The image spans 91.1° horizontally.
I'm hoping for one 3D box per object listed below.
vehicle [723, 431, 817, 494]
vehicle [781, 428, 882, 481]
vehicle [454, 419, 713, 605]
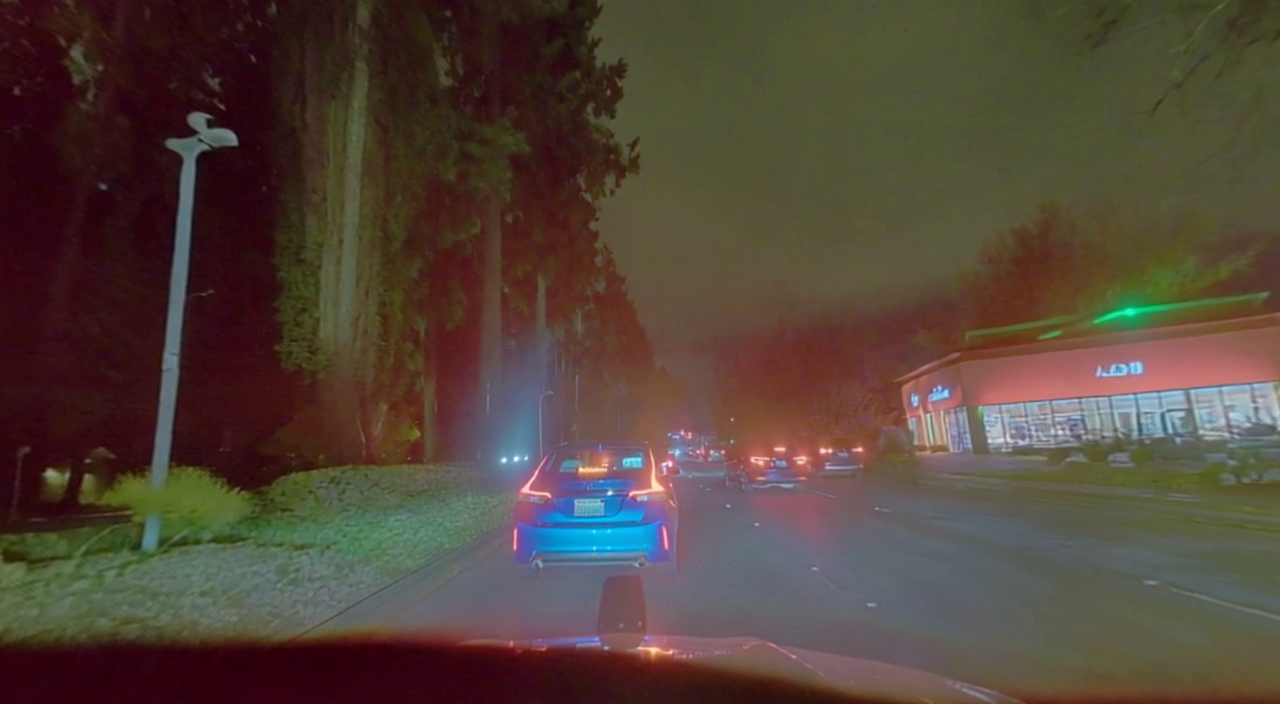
[{"bbox_3d":[3.751,3.266,18.907,1.946,1.648,4.230,0,-8,0],"label":"vehicle"},{"bbox_3d":[7.394,4.021,24.915,2.253,1.854,5.409,0,-8,0],"label":"vehicle"},{"bbox_3d":[-0.488,1.612,7.222,2.111,1.506,4.018,0,-8,-1],"label":"vehicle"}]
